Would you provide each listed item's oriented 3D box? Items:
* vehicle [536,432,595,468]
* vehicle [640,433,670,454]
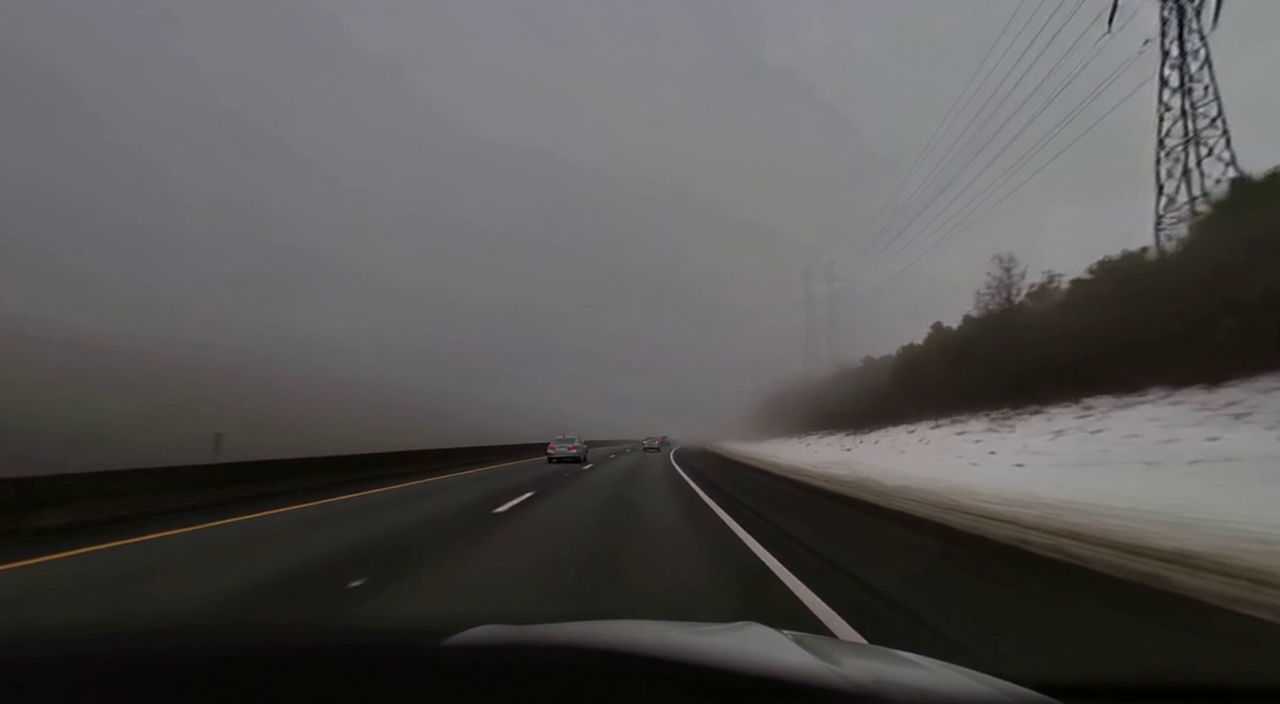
[{"bbox_3d":[-3.345,4.471,29.042,2.030,1.522,4.250,0,-8,2],"label":"vehicle"},{"bbox_3d":[1.185,6.902,47.515,2.077,1.523,4.206,0,-8,3],"label":"vehicle"}]
